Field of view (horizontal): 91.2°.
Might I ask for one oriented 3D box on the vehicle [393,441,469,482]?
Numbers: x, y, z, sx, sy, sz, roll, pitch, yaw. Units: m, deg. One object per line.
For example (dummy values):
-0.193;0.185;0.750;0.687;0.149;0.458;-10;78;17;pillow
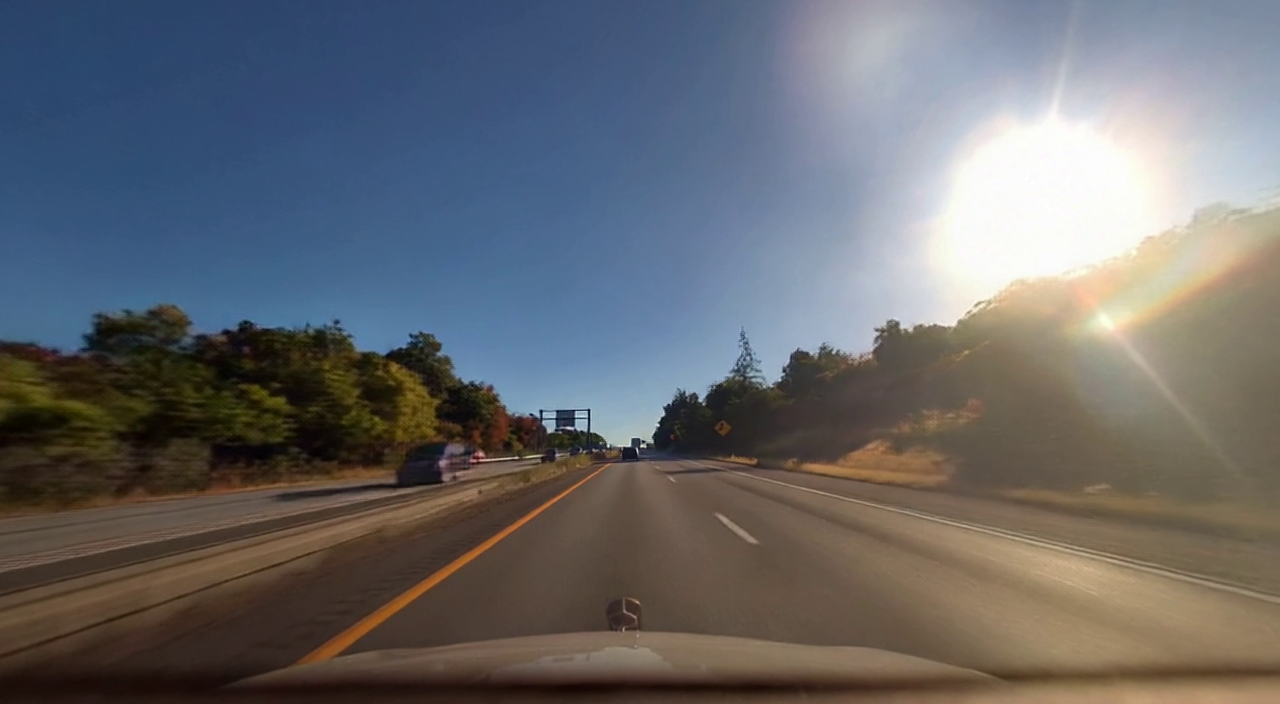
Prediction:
-9.916;5.215;30.188;2.060;1.779;4.631;0;-9;0;vehicle
